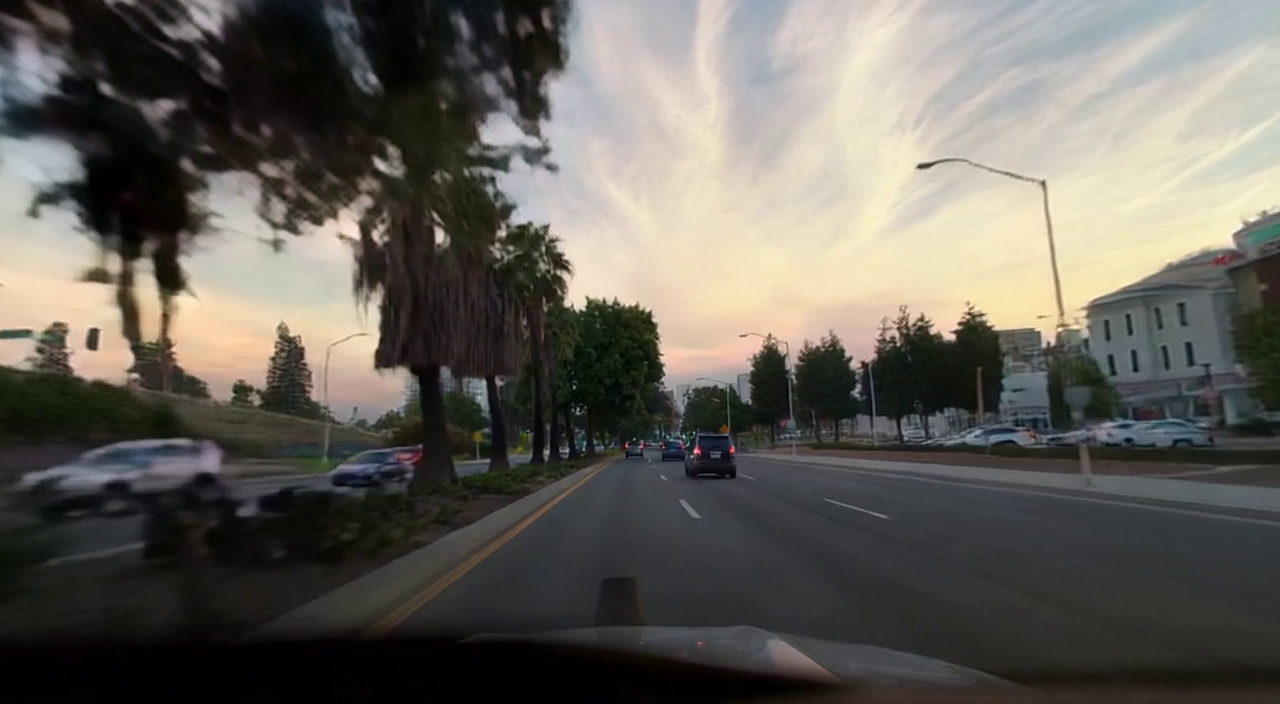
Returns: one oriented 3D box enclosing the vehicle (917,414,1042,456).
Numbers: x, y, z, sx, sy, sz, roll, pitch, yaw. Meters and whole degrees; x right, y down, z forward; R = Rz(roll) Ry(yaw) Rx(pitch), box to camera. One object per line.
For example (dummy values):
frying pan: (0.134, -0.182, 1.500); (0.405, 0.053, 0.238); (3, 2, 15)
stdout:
vehicle: (19.284, 4.840, 36.335); (2.305, 2.084, 6.115); (1, -10, -21)

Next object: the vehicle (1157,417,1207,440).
vehicle: (39.465, 5.634, 46.086); (1.928, 1.495, 3.956); (-7, -10, 30)

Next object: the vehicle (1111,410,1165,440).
vehicle: (37.965, 5.679, 48.333); (2.235, 2.018, 6.593); (-5, -10, 30)

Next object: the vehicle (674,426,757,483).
vehicle: (2.838, 4.072, 25.345); (2.559, 2.017, 5.562); (0, -9, -1)

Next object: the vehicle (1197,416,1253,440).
vehicle: (41.740, 5.481, 45.171); (1.832, 1.394, 3.877); (-7, -12, 27)
